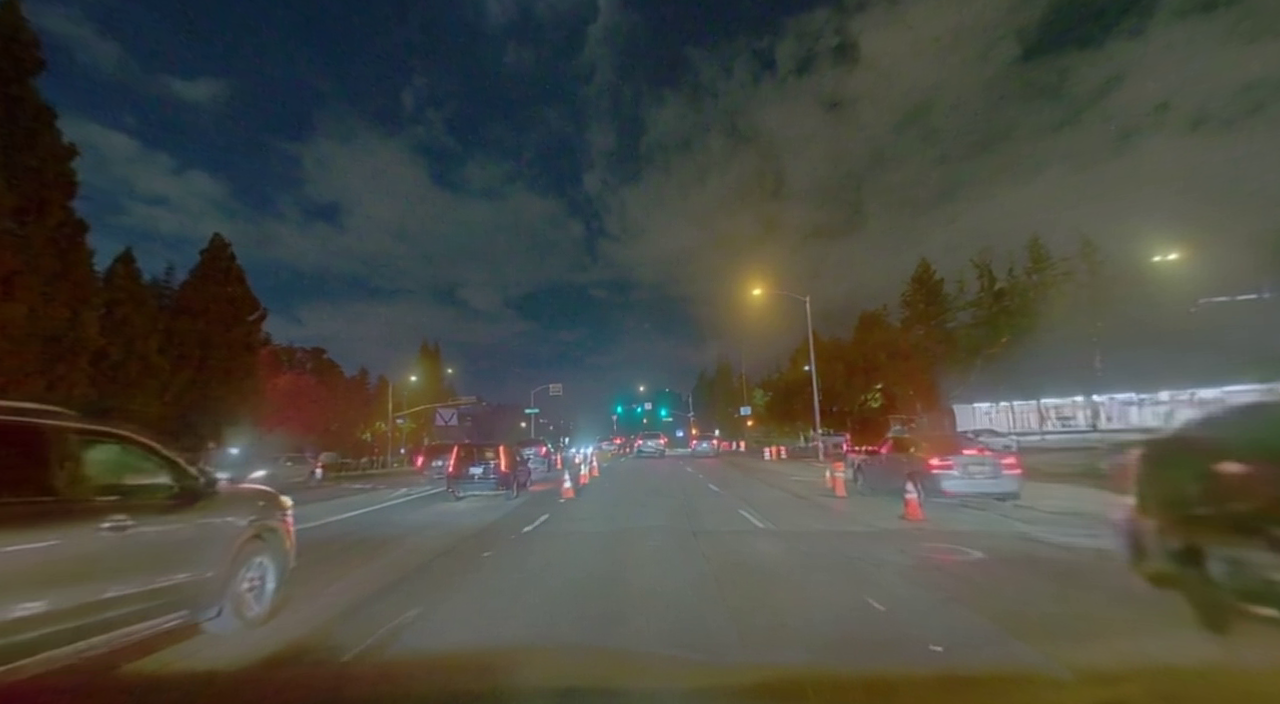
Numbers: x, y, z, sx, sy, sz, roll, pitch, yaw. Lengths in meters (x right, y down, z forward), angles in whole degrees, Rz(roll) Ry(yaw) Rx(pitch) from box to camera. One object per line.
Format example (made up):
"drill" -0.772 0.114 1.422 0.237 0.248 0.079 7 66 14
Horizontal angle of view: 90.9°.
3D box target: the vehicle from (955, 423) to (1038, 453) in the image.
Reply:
"vehicle" 18.986 4.598 33.848 1.799 1.463 4.641 0 -8 1

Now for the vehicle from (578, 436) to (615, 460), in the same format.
"vehicle" -2.823 6.397 42.161 1.998 1.481 4.656 0 -8 2

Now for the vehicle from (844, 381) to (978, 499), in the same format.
"vehicle" 6.727 2.216 16.045 1.910 2.539 2.846 -6 -7 1

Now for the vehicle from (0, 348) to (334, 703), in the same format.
"vehicle" -3.592 0.902 3.001 2.038 1.682 4.399 0 -8 0

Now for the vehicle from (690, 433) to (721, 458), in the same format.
"vehicle" 4.478 6.426 43.434 1.984 1.659 4.226 -1 -8 4

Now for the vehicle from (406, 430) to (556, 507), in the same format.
"vehicle" -3.400 2.597 14.608 2.107 1.482 4.674 0 -8 2

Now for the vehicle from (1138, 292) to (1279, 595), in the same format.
"vehicle" 6.490 0.747 5.116 2.202 2.529 3.168 -1 -8 3
